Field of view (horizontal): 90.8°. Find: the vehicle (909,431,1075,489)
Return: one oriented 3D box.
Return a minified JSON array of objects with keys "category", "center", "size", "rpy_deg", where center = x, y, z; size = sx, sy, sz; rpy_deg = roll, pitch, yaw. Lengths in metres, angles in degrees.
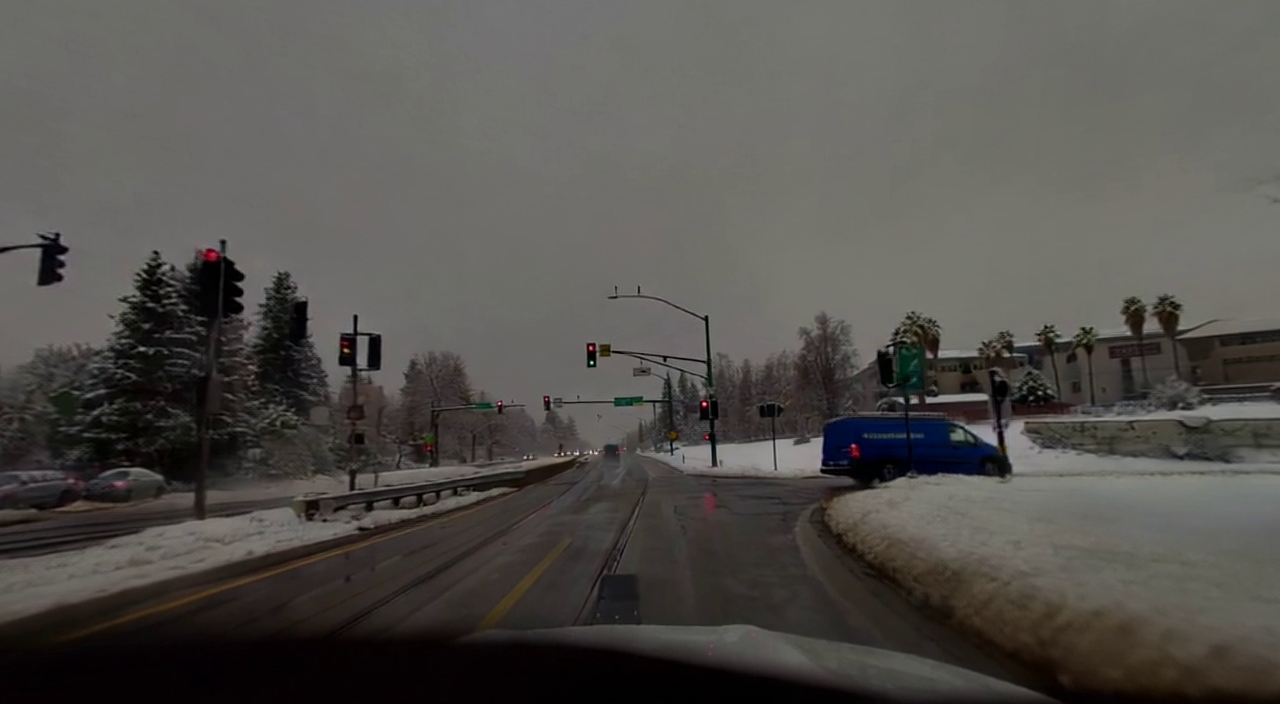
[{"category":"vehicle","center":[14.273,4.340,25.639],"size":[6.055,2.140,2.266],"rpy_deg":[3,-10,-19]}]

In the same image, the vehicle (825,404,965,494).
[{"category":"vehicle","center":[9.436,3.589,23.429],"size":[4.180,3.020,2.606],"rpy_deg":[5,-11,-30]}]

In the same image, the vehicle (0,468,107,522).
[{"category":"vehicle","center":[-19.668,4.558,20.606],"size":[4.881,1.477,2.204],"rpy_deg":[-7,-11,35]}]
